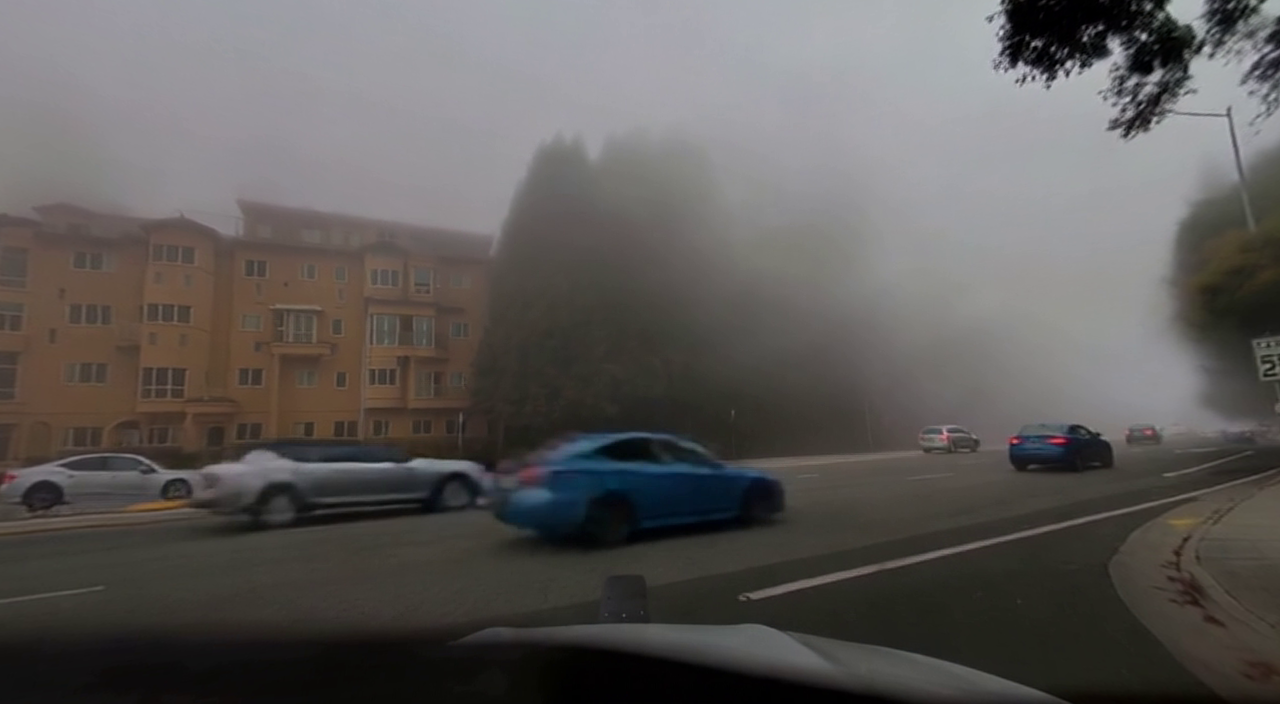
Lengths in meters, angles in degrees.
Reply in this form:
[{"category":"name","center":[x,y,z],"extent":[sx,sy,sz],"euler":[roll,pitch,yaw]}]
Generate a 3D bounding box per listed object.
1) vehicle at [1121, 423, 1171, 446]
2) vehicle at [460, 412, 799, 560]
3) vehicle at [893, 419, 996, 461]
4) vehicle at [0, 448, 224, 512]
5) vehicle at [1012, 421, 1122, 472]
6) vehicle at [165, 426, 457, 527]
[{"category":"vehicle","center":[38.622,6.339,48.095],"extent":[4.683,1.678,1.981],"euler":[7,-11,-40]},{"category":"vehicle","center":[0.037,1.855,9.559],"extent":[4.783,1.652,2.199],"euler":[7,-11,-41]},{"category":"vehicle","center":[15.303,4.401,31.546],"extent":[5.994,1.898,2.264],"euler":[7,-11,-40]},{"category":"vehicle","center":[-13.600,3.254,16.423],"extent":[4.289,1.415,1.774],"euler":[7,-13,-41]},{"category":"vehicle","center":[15.312,3.361,22.549],"extent":[4.438,1.625,2.033],"euler":[7,-11,-40]},{"category":"vehicle","center":[-6.496,2.416,12.870],"extent":[4.846,1.662,1.989],"euler":[7,-11,-40]}]
